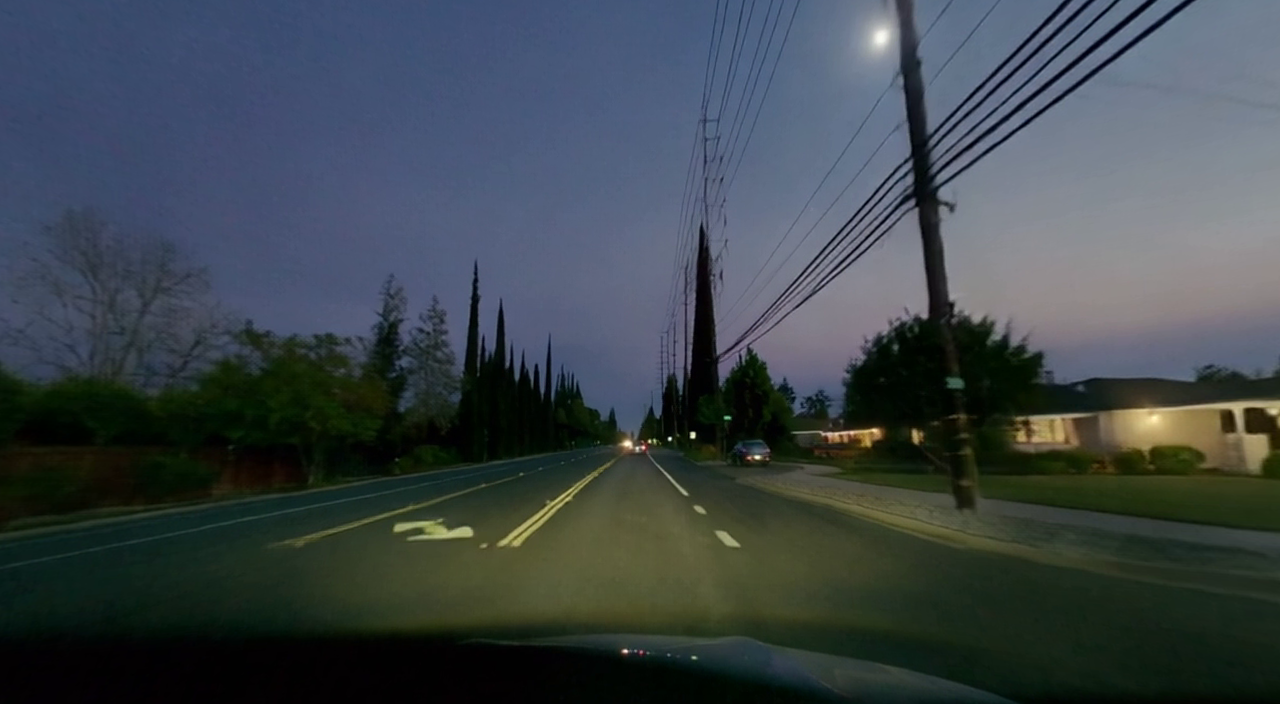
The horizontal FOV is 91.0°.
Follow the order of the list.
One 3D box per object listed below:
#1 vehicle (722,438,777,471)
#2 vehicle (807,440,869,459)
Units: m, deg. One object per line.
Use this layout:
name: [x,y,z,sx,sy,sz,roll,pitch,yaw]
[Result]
vehicle: [5.918,5.606,34.606,2.039,1.637,4.782,0,-8,-1]
vehicle: [14.968,7.383,47.670,4.034,1.403,1.821,0,-9,-2]
